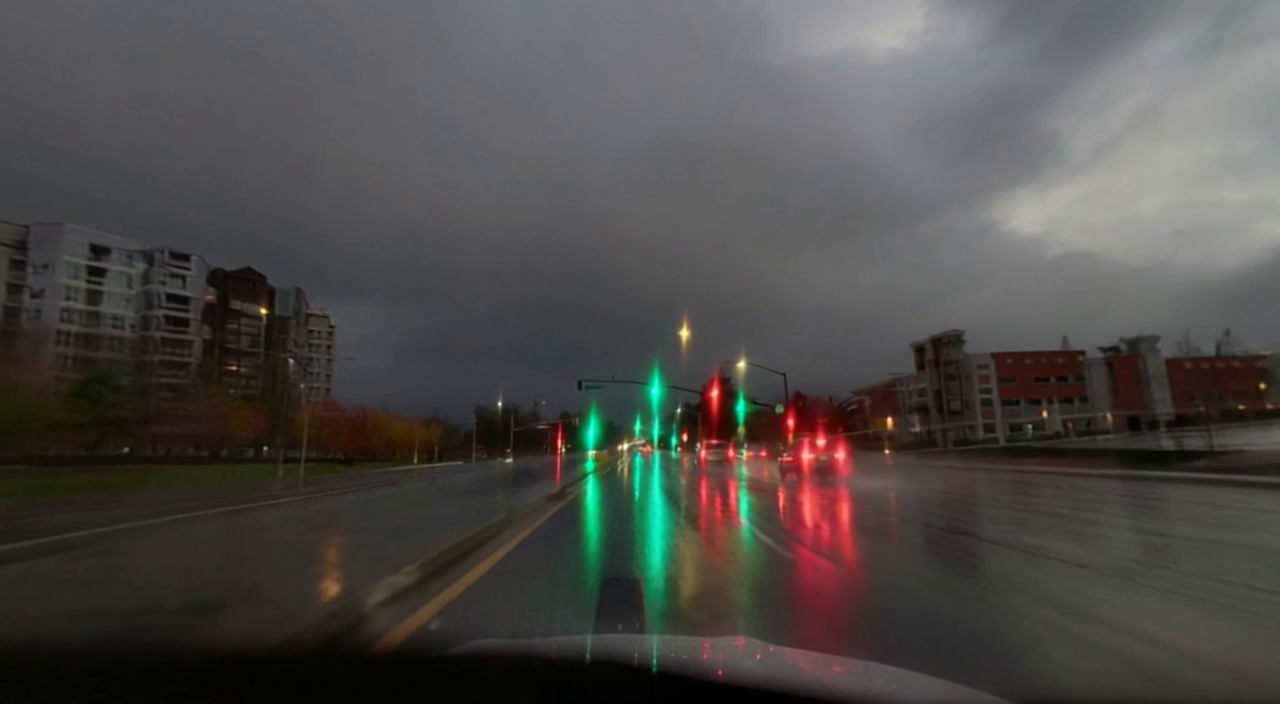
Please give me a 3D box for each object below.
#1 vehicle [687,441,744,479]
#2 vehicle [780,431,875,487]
[{"bbox_3d":[3.243,4.731,28.031,1.917,1.538,4.259,0,-9,-1],"label":"vehicle"},{"bbox_3d":[6.586,3.818,22.783,1.946,1.773,4.641,0,-9,-1],"label":"vehicle"}]
